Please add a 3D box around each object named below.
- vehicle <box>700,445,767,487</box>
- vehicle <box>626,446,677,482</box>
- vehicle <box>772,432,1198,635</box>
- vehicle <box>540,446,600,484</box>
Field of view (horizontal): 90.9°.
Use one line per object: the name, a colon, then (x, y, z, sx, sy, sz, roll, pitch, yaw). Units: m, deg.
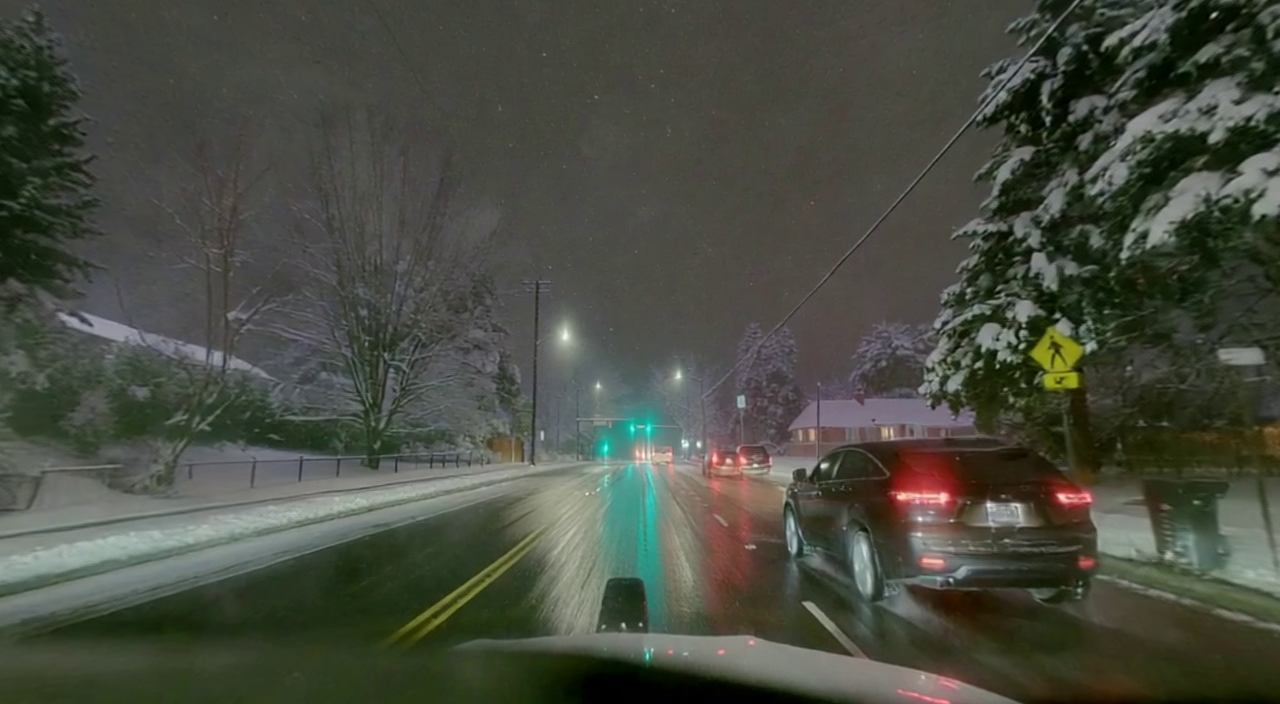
vehicle: (3.572, 4.417, 24.764, 1.943, 1.484, 4.030, 0, -8, -1)
vehicle: (0.485, 4.914, 28.088, 2.101, 1.467, 4.210, 0, -8, 0)
vehicle: (3.044, 1.681, 6.970, 2.158, 1.483, 4.415, 0, -8, -1)
vehicle: (-2.967, 4.891, 27.634, 2.012, 1.505, 4.205, -1, -9, 2)
